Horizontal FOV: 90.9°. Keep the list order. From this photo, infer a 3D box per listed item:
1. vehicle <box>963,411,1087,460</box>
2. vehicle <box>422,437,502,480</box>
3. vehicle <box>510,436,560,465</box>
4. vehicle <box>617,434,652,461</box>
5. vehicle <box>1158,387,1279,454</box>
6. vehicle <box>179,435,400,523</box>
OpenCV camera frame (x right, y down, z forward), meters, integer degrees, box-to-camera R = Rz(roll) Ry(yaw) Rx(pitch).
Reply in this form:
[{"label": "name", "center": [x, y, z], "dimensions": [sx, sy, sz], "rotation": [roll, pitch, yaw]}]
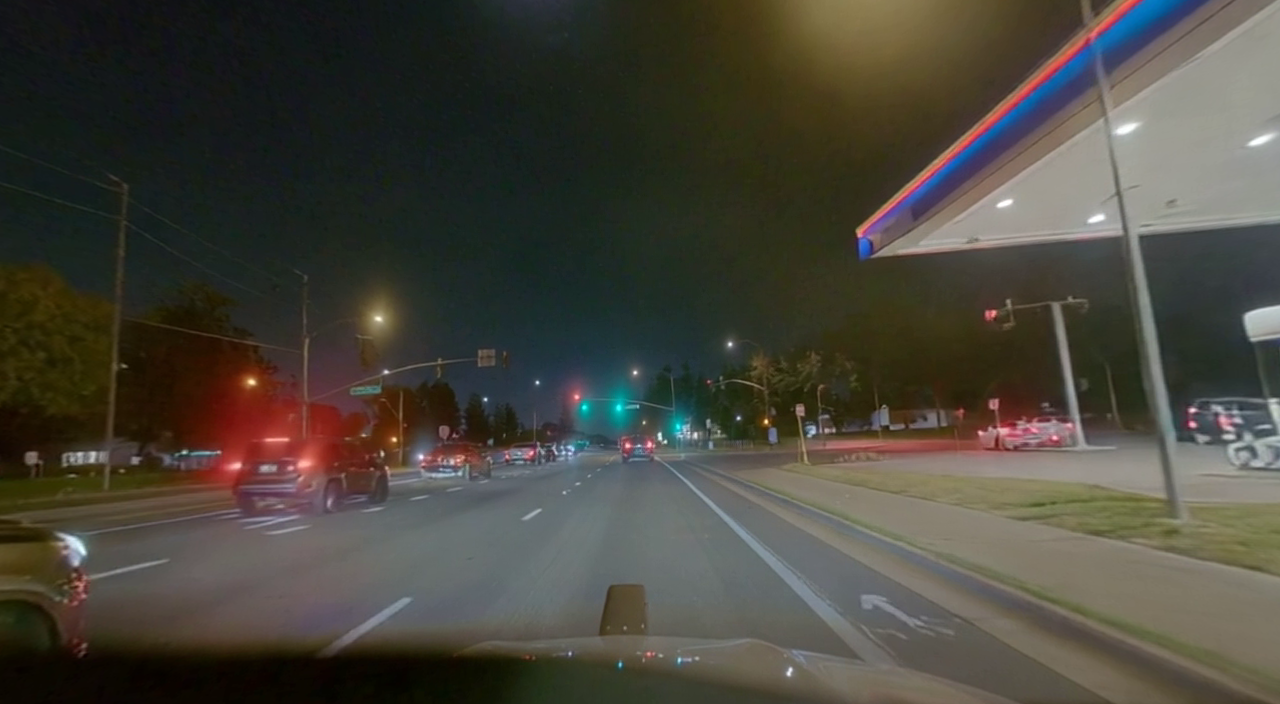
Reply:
[{"label": "vehicle", "center": [15.851, 3.503, 26.343], "dimensions": [2.116, 1.849, 4.806], "rotation": [0, -8, 0]}, {"label": "vehicle", "center": [-6.778, 4.092, 24.537], "dimensions": [1.804, 1.513, 4.191], "rotation": [0, -8, 1]}, {"label": "vehicle", "center": [-6.323, 6.001, 38.537], "dimensions": [2.130, 1.636, 4.427], "rotation": [0, -8, 2]}, {"label": "vehicle", "center": [-0.311, 6.376, 42.181], "dimensions": [2.211, 1.717, 4.379], "rotation": [0, -8, 1]}, {"label": "vehicle", "center": [23.566, 2.674, 24.438], "dimensions": [2.314, 2.302, 5.730], "rotation": [-4, -8, 5]}, {"label": "vehicle", "center": [-6.778, 2.465, 12.888], "dimensions": [1.960, 1.468, 4.345], "rotation": [0, -8, 1]}]
